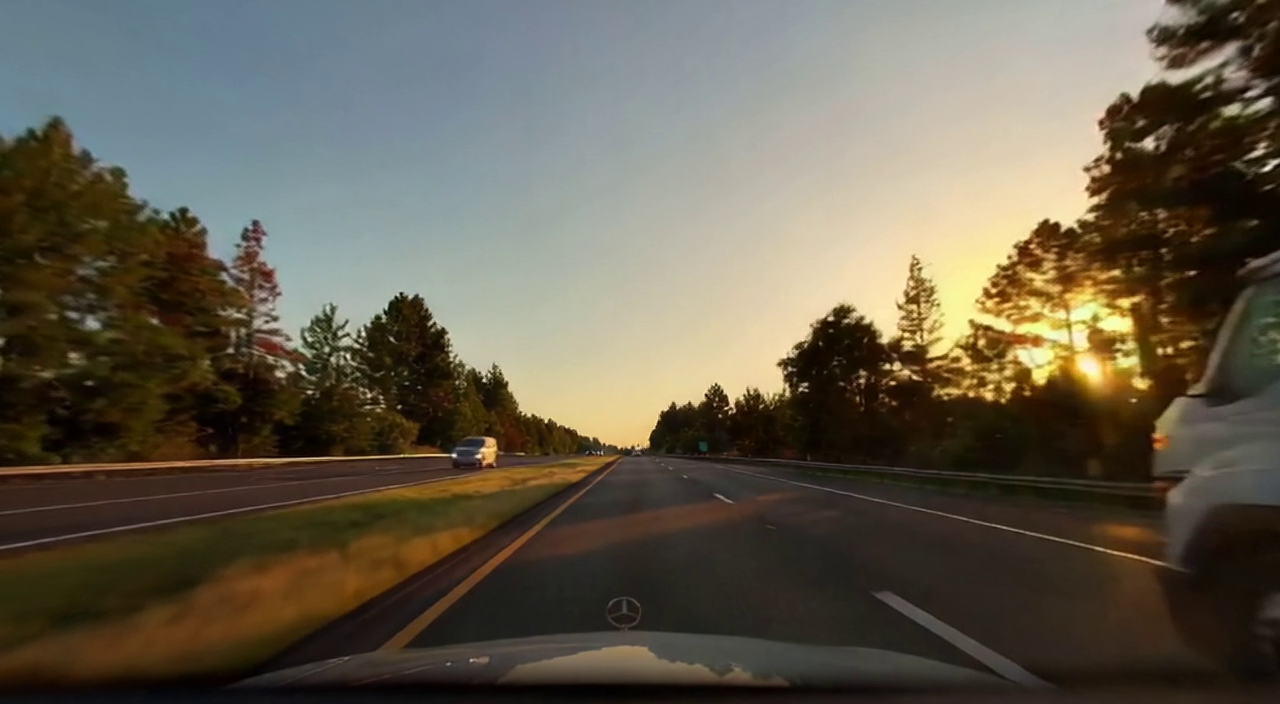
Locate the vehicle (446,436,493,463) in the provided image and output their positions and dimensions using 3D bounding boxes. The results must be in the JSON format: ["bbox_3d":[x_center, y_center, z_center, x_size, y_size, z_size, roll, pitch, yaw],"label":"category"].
[{"bbox_3d":[-12.676,7.291,47.282,2.133,1.882,5.138,0,-9,-1],"label":"vehicle"}]
